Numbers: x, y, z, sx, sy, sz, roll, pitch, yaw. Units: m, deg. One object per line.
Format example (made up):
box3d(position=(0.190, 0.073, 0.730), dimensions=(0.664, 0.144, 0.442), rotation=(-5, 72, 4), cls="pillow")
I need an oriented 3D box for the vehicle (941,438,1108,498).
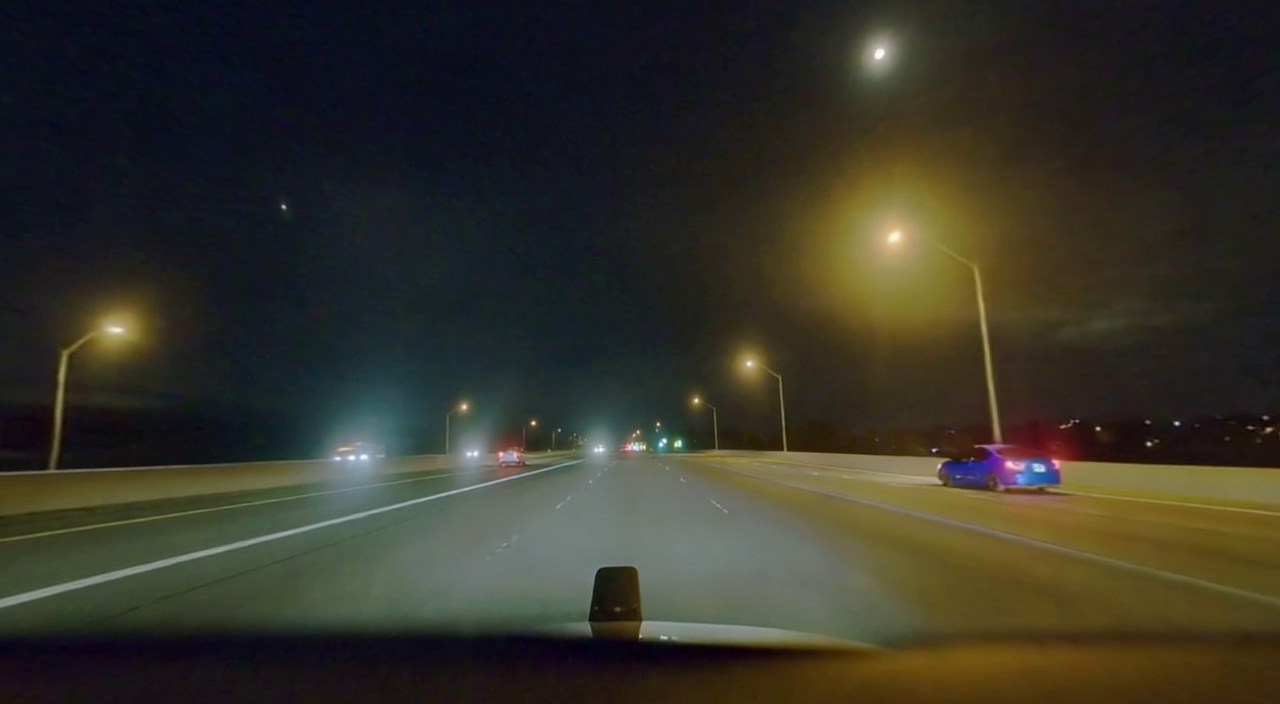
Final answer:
box3d(position=(10.926, 3.318, 18.462), dimensions=(1.985, 1.493, 4.486), rotation=(0, -9, -1), cls="vehicle")
